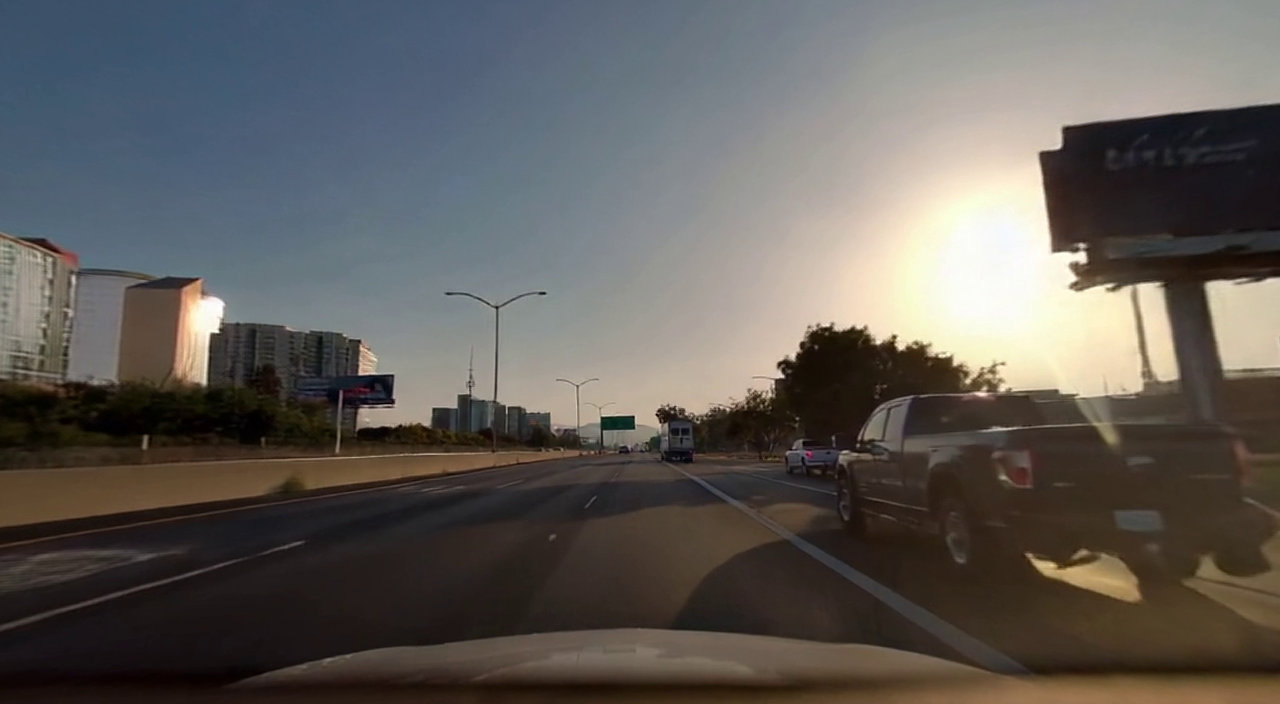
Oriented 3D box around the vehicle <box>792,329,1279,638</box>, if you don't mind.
[{"bbox_3d":[3.987,1.385,7.596,2.740,2.157,6.300,0,-9,0],"label":"vehicle"}]
